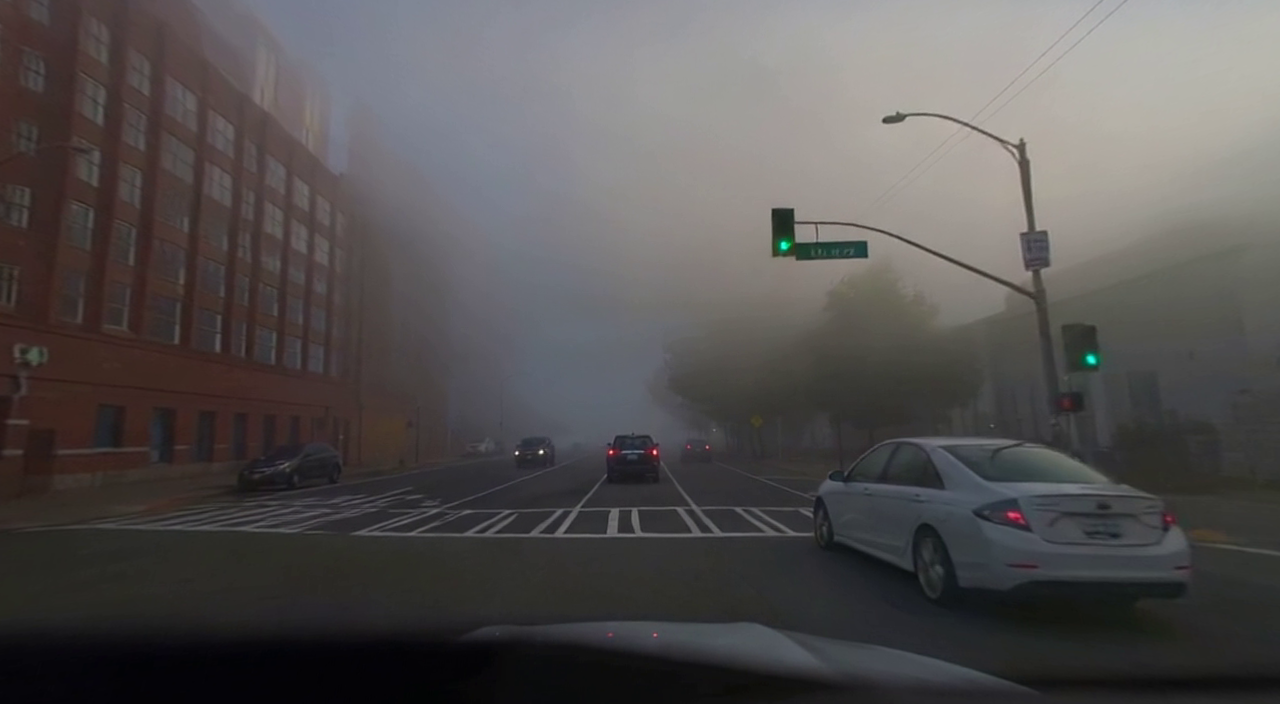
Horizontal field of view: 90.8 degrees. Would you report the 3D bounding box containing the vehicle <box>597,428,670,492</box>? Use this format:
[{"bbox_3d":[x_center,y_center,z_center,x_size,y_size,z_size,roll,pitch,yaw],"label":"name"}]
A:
[{"bbox_3d":[-0.203,3.493,20.698,2.105,1.842,4.537,0,-8,0],"label":"vehicle"}]

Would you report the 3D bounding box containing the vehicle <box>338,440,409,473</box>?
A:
[{"bbox_3d":[-14.287,5.626,34.146,1.891,1.659,4.360,0,-8,0],"label":"vehicle"}]

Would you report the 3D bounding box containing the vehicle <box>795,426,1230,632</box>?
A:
[{"bbox_3d":[3.341,1.663,7.070,2.026,1.499,4.662,0,-8,0],"label":"vehicle"}]

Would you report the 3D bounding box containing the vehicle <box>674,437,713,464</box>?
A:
[{"bbox_3d":[3.079,5.772,37.095,1.852,1.462,4.155,0,-8,-1],"label":"vehicle"}]

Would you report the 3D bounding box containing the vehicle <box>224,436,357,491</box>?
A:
[{"bbox_3d":[-14.210,4.543,26.241,2.191,2.011,5.556,-1,-8,2],"label":"vehicle"}]
